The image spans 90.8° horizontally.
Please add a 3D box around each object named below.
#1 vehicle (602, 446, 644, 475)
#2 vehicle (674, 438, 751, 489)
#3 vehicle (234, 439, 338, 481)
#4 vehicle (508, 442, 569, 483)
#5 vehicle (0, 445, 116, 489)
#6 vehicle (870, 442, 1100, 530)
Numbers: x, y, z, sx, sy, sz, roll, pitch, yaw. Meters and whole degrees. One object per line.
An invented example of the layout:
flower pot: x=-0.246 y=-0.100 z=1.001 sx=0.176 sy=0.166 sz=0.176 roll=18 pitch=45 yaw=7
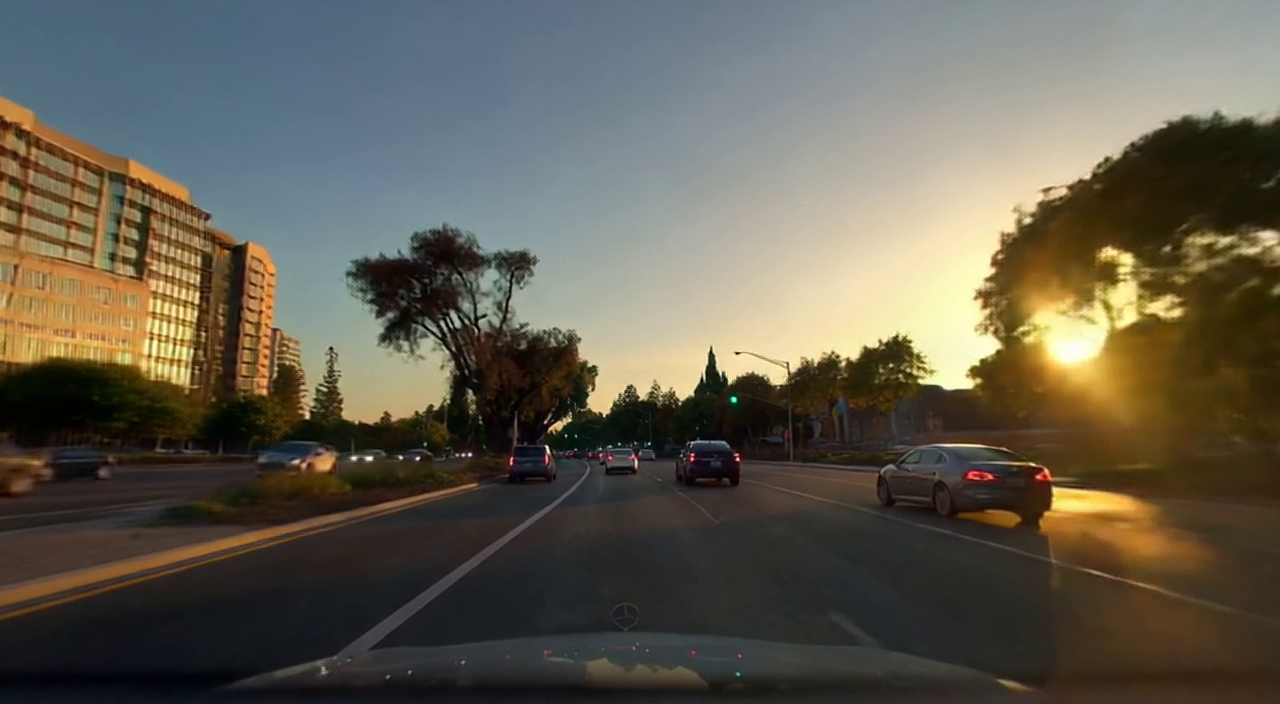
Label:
vehicle: x=-0.983 y=5.908 z=34.636 sx=2.155 sy=1.486 sz=4.403 roll=0 pitch=-8 yaw=-3
vehicle: x=2.587 y=4.110 z=23.730 sx=2.161 sy=1.716 sz=4.194 roll=0 pitch=-8 yaw=-4
vehicle: x=-15.368 y=4.689 z=27.759 sx=1.970 sy=1.650 sz=4.507 roll=0 pitch=-8 yaw=-1
vehicle: x=-4.485 y=4.922 z=28.457 sx=2.172 sy=1.671 sz=4.175 roll=0 pitch=-8 yaw=-2
vehicle: x=-22.493 y=4.225 z=23.603 sx=1.919 sy=1.462 sz=4.580 roll=0 pitch=-8 yaw=-1
vehicle: x=6.388 y=2.490 z=12.414 sx=1.945 sy=1.408 sz=4.288 roll=0 pitch=-8 yaw=-3
